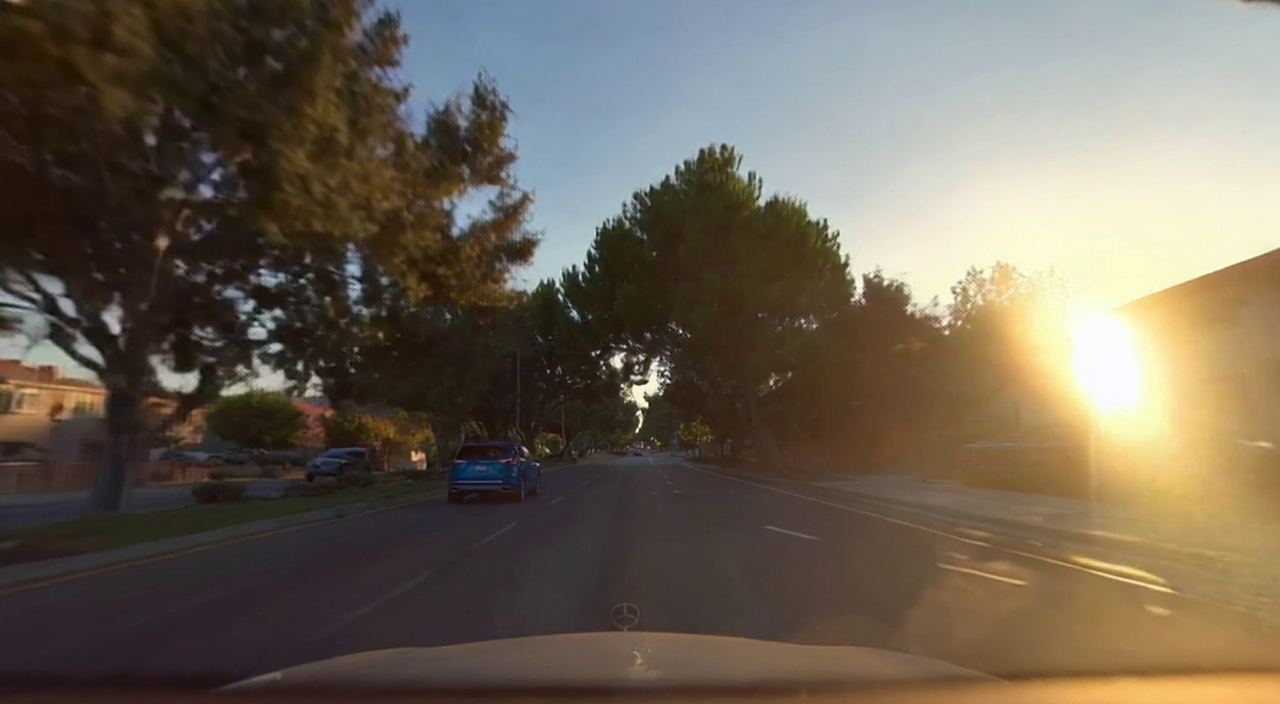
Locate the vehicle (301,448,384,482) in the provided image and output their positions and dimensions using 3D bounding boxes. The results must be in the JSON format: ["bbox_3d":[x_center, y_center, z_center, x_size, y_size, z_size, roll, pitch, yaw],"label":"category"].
[{"bbox_3d":[-16.676,6.328,35.720,2.202,1.724,4.934,0,-8,1],"label":"vehicle"}]

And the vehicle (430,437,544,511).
[{"bbox_3d":[-3.960,3.234,17.219,1.993,1.733,4.262,0,-8,1],"label":"vehicle"}]
